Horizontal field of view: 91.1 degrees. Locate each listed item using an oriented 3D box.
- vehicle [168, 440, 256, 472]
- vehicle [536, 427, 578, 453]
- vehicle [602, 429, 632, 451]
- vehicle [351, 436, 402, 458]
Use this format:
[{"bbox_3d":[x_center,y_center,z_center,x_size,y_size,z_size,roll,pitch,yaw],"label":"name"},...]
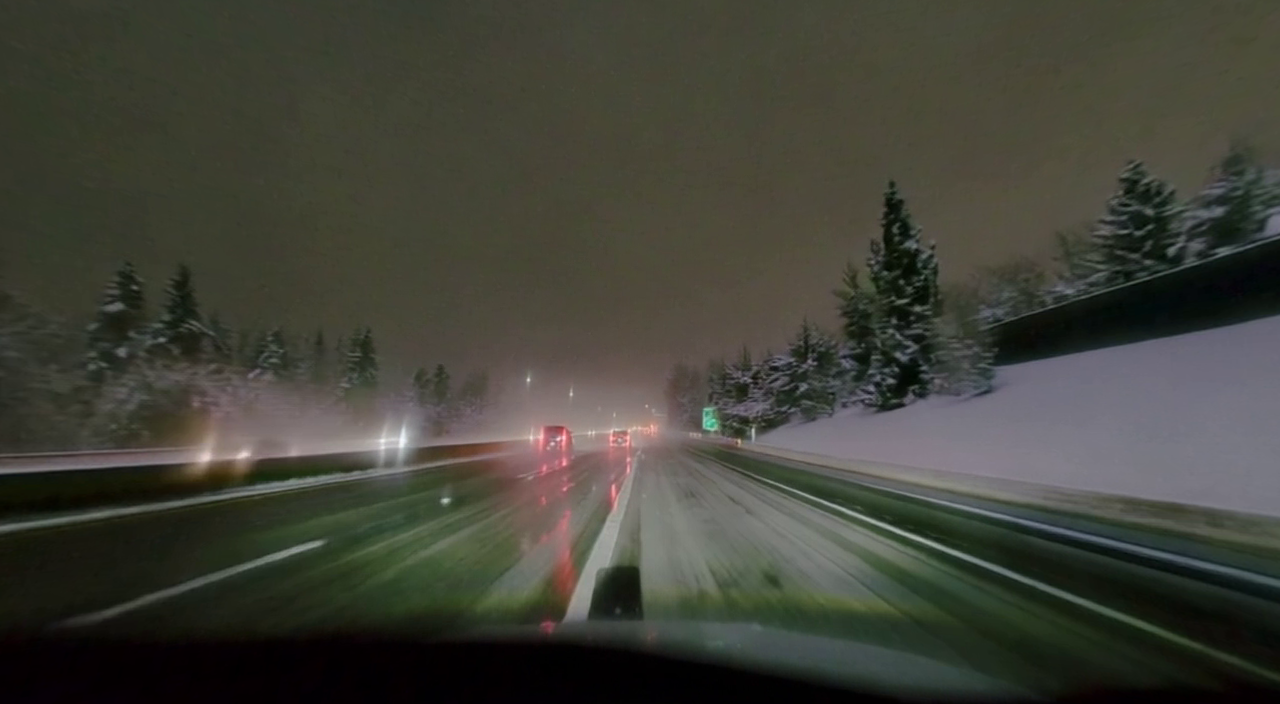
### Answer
[{"bbox_3d":[-21.861,5.294,32.295,1.773,1.477,3.848,0,-8,1],"label":"vehicle"},{"bbox_3d":[-5.457,5.881,42.027,2.113,1.632,4.409,0,-8,1],"label":"vehicle"},{"bbox_3d":[-1.697,6.663,47.693,2.064,1.571,4.225,0,-8,1],"label":"vehicle"},{"bbox_3d":[-18.547,6.691,44.432,1.806,1.463,4.039,0,-8,0],"label":"vehicle"}]
